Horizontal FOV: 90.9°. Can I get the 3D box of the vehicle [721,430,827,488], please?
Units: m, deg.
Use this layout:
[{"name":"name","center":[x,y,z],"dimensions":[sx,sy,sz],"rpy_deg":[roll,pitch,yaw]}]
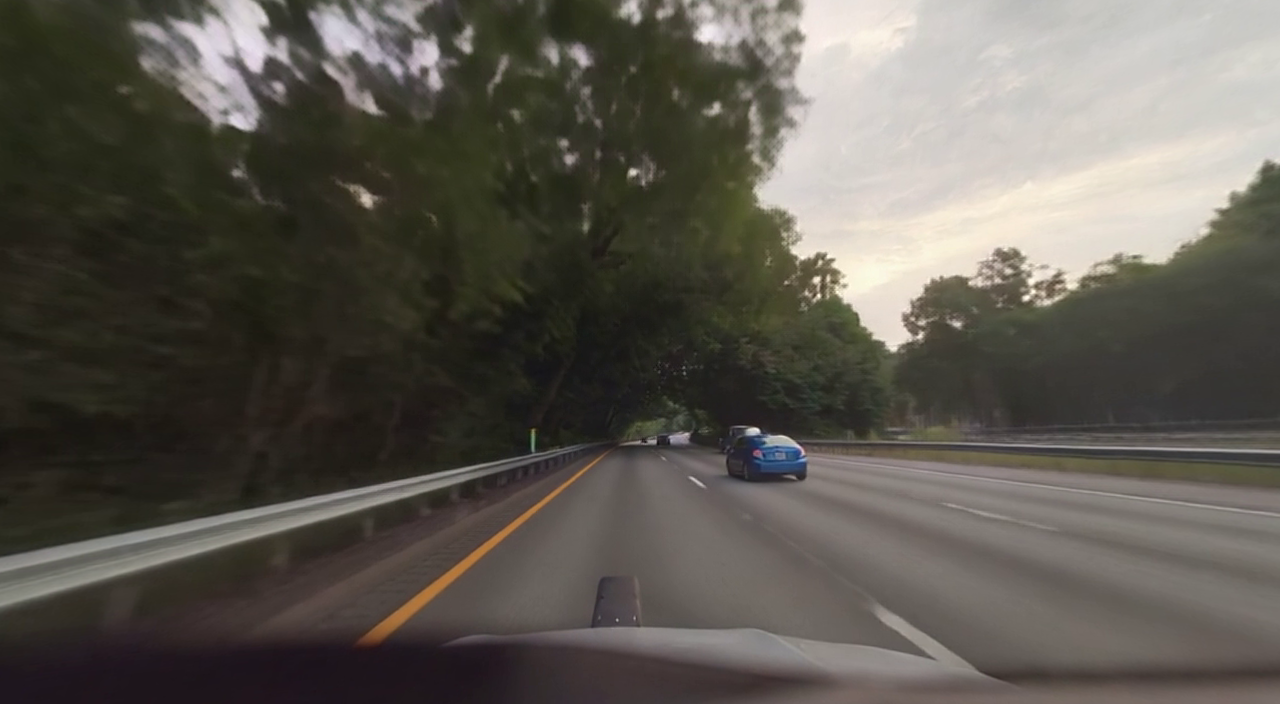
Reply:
[{"name":"vehicle","center":[3.791,3.107,18.694],"dimensions":[2.017,1.502,4.369],"rpy_deg":[0,-8,-2]}]
